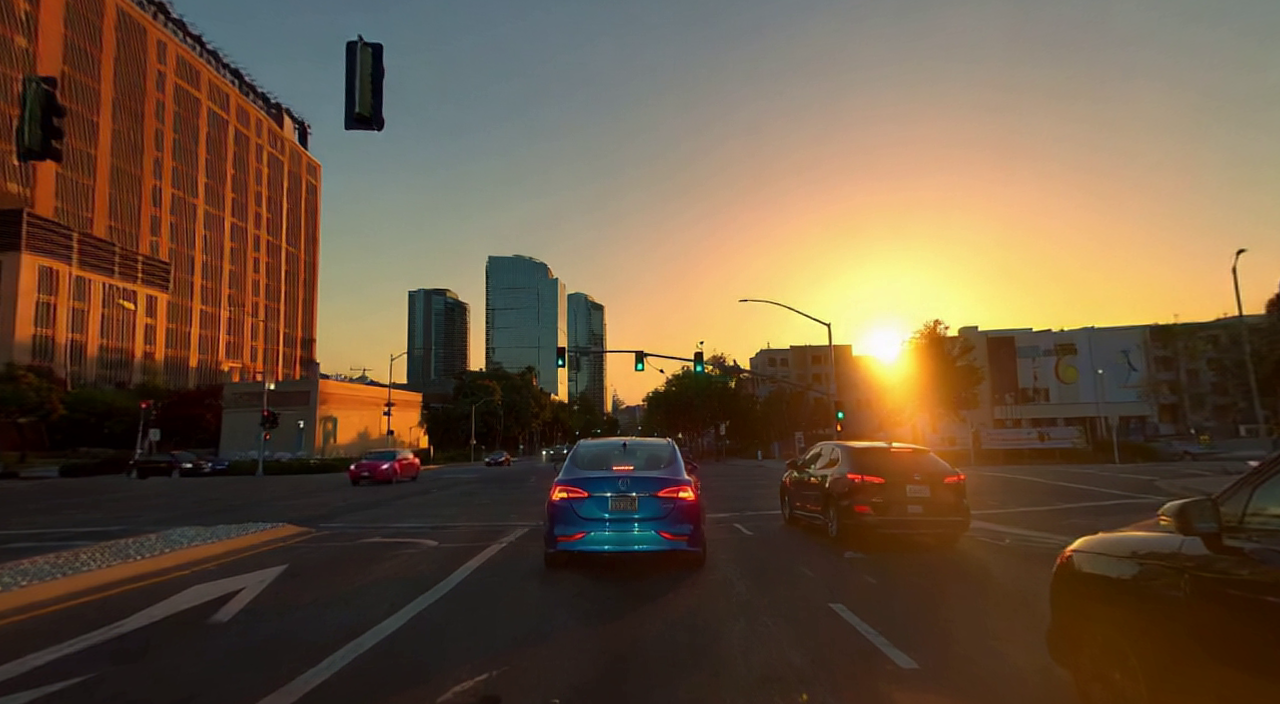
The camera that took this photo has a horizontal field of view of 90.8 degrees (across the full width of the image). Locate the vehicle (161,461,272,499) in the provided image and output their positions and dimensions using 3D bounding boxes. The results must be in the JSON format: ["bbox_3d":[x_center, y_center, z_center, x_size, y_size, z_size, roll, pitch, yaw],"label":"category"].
[{"bbox_3d":[-19.067,5.764,28.707,1.942,1.453,4.448,0,-9,0],"label":"vehicle"}]

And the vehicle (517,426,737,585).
[{"bbox_3d":[-0.137,1.762,8.049,2.095,1.502,3.873,0,-8,0],"label":"vehicle"}]

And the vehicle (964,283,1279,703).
[{"bbox_3d":[3.007,0.630,1.589,2.047,1.785,4.357,0,-8,0],"label":"vehicle"}]

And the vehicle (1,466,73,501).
[{"bbox_3d":[-27.990,6.080,29.457,1.972,1.433,4.324,8,-12,-39],"label":"vehicle"}]

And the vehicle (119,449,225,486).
[{"bbox_3d":[-27.470,6.757,37.366,2.300,1.932,5.056,-1,-8,2],"label":"vehicle"}]

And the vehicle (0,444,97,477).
[{"bbox_3d":[-35.731,6.440,37.534,2.145,1.797,5.198,-1,-9,1],"label":"vehicle"}]

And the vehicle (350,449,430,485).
[{"bbox_3d":[-11.638,5.349,29.799,1.887,1.516,4.524,0,-8,1],"label":"vehicle"}]

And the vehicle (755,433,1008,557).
[{"bbox_3d":[3.222,1.998,9.609,2.009,1.414,4.416,0,-8,-2],"label":"vehicle"}]
